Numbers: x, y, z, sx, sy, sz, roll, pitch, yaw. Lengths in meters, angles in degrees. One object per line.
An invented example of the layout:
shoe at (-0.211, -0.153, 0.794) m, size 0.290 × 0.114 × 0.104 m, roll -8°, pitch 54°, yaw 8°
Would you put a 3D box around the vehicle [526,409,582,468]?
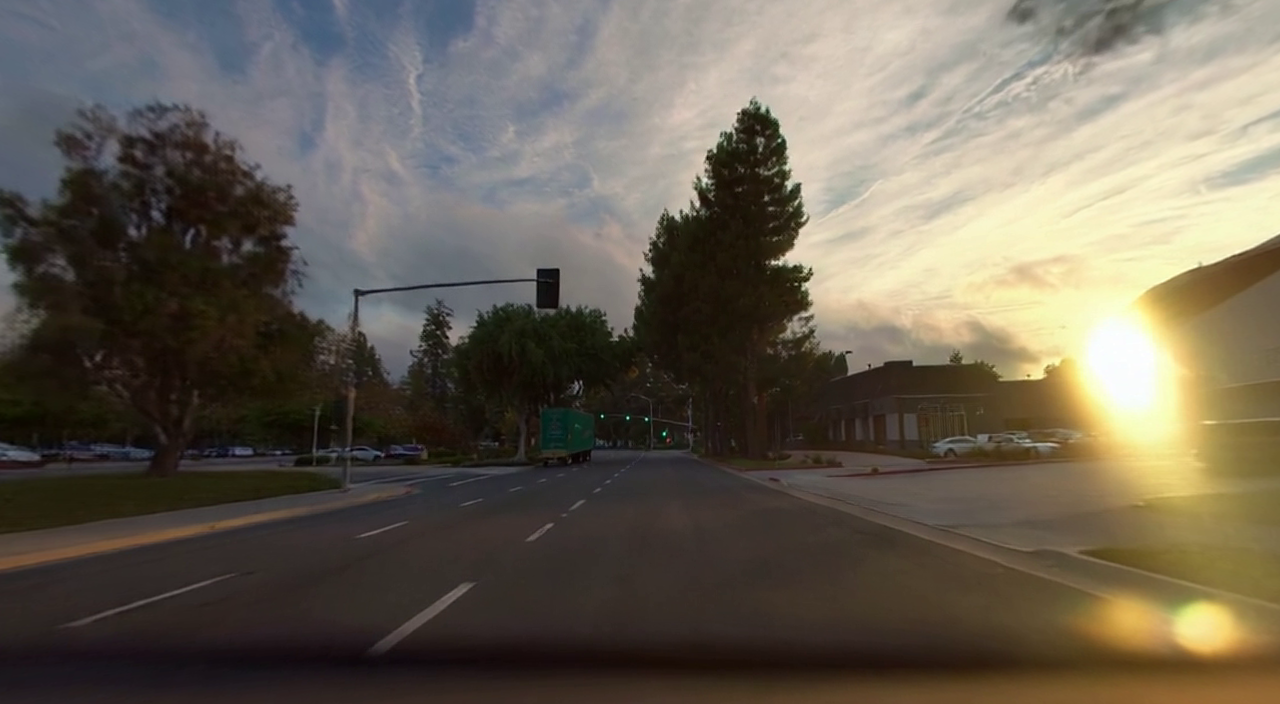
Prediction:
vehicle at (-6.336, 6.604, 47.847) m, size 3.053 × 4.058 × 8.110 m, roll 0°, pitch -9°, yaw 0°
